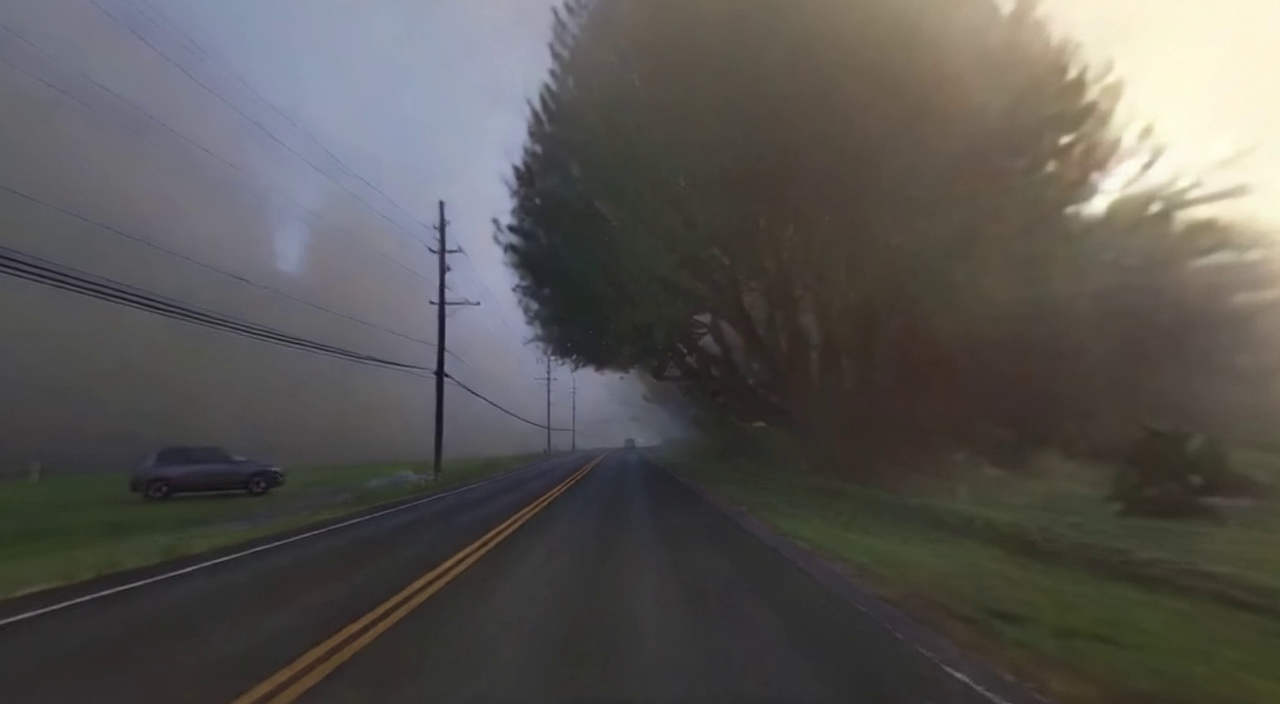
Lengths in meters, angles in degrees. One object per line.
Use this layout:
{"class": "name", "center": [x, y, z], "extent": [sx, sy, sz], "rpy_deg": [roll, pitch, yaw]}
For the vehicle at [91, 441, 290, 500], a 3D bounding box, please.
{"class": "vehicle", "center": [-14.614, 3.844, 20.717], "extent": [4.894, 1.774, 2.150], "rpy_deg": [-1, -8, 1]}
